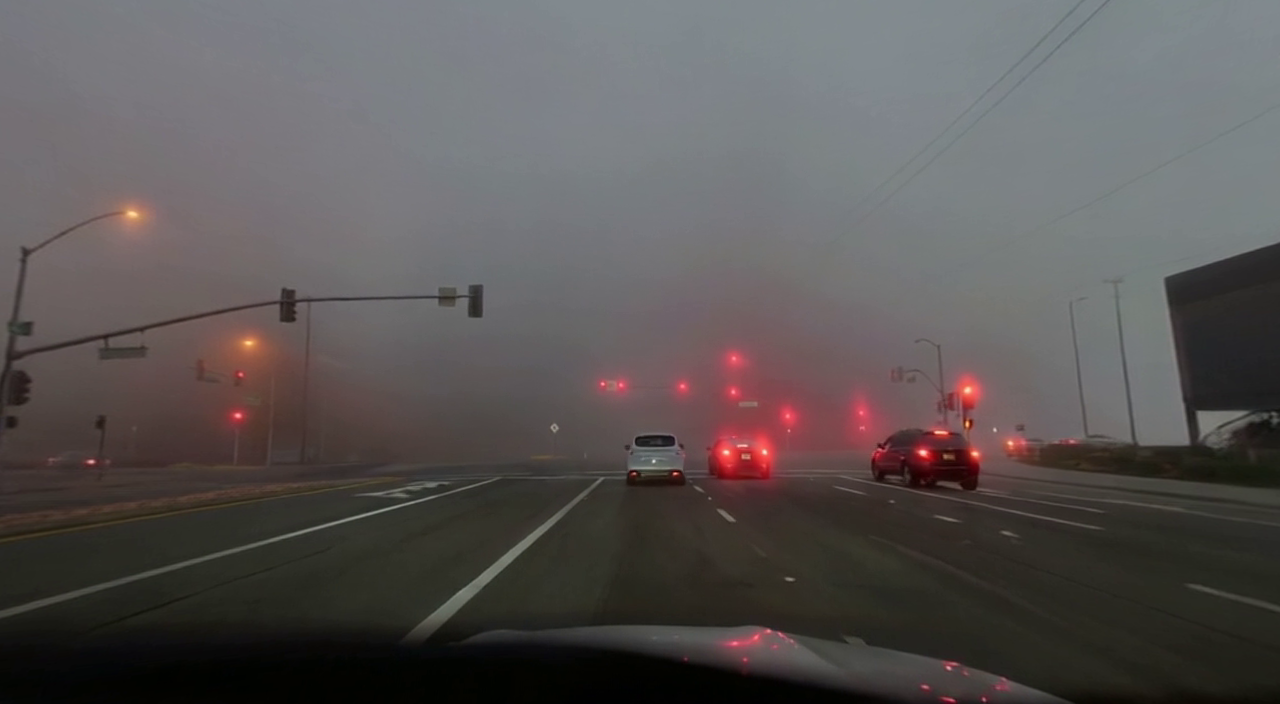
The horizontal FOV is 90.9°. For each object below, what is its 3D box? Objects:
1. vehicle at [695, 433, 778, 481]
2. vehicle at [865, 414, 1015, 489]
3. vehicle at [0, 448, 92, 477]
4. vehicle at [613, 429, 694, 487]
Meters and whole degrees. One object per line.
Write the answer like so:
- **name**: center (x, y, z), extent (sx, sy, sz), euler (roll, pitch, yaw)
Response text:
- **vehicle**: center (3.070, 3.450, 20.979), extent (1.994, 1.436, 4.169), euler (0, -8, -2)
- **vehicle**: center (8.563, 2.881, 18.621), extent (2.132, 1.892, 4.851), euler (-1, -8, 2)
- **vehicle**: center (-31.829, 5.721, 32.834), extent (4.448, 1.422, 1.890), euler (2, -9, -13)
- **vehicle**: center (0.332, 3.109, 18.826), extent (2.099, 1.516, 4.681), euler (0, -8, 0)
